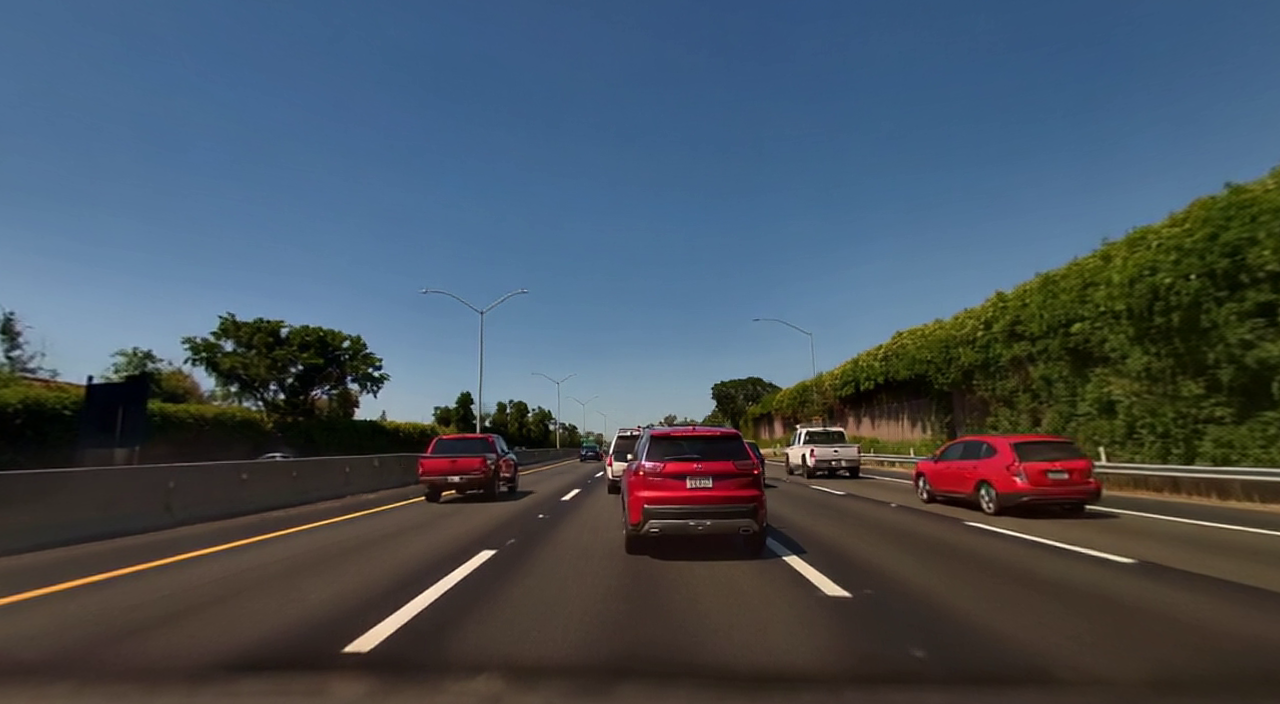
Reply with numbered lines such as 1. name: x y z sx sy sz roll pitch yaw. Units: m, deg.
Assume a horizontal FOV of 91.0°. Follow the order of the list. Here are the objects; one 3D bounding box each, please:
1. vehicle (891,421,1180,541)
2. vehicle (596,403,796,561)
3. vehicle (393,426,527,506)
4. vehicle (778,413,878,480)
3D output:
1. vehicle: 6.402 2.130 11.004 1.972 1.647 4.429 1 -9 -3
2. vehicle: 0.498 1.756 9.095 2.230 1.740 3.976 1 -9 -4
3. vehicle: -4.380 2.866 16.225 2.047 1.755 4.638 0 -9 0
4. vehicle: 7.726 4.017 26.671 2.390 2.503 5.788 0 -9 0
